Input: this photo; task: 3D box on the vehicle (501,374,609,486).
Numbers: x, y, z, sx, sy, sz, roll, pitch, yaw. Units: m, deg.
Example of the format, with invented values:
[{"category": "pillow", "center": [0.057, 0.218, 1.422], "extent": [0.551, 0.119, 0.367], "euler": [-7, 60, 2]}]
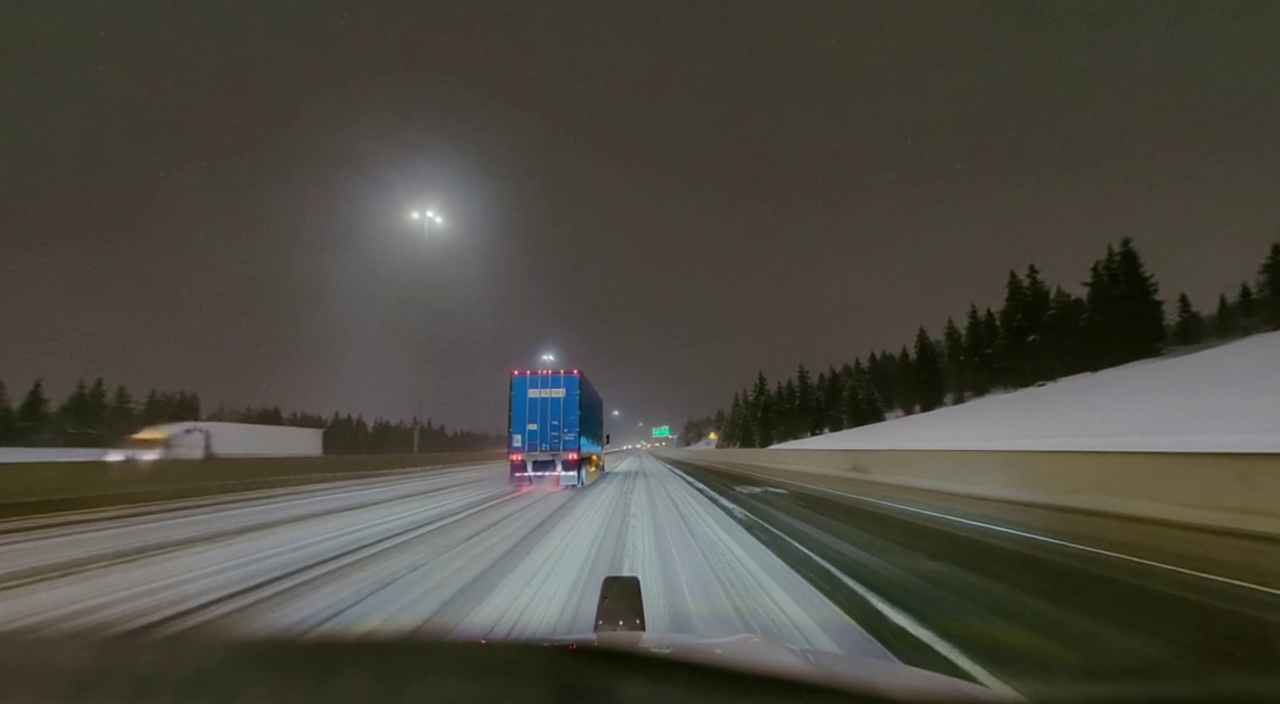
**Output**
[{"category": "vehicle", "center": [-3.270, 3.586, 27.936], "extent": [3.059, 3.956, 11.036], "euler": [0, -9, 1]}]

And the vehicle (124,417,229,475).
[{"category": "vehicle", "center": [-31.576, 6.440, 43.186], "extent": [3.011, 3.659, 5.141], "euler": [0, -9, 2]}]
